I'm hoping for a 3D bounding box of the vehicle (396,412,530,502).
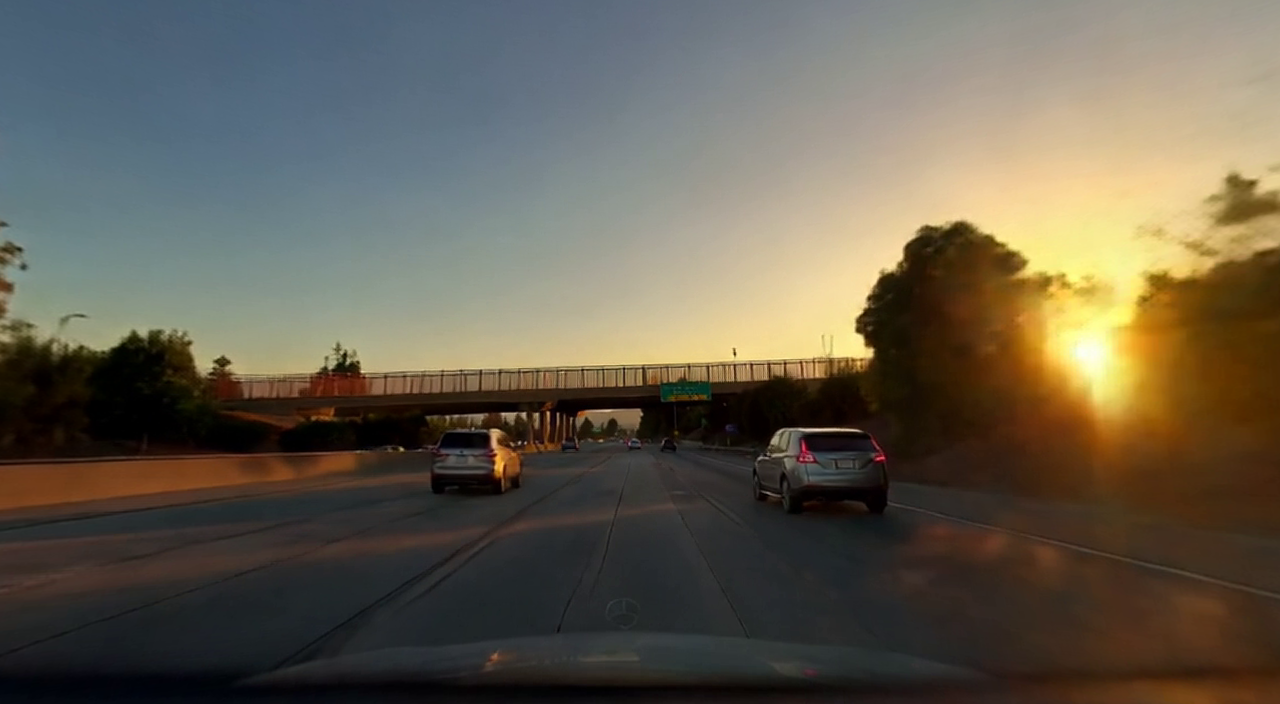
[{"bbox_3d":[-4.176,2.573,15.809,2.018,1.872,4.728,0,-8,-1],"label":"vehicle"}]

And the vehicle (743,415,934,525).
[{"bbox_3d":[3.555,2.222,12.426,2.185,1.749,4.477,0,-8,-2],"label":"vehicle"}]
